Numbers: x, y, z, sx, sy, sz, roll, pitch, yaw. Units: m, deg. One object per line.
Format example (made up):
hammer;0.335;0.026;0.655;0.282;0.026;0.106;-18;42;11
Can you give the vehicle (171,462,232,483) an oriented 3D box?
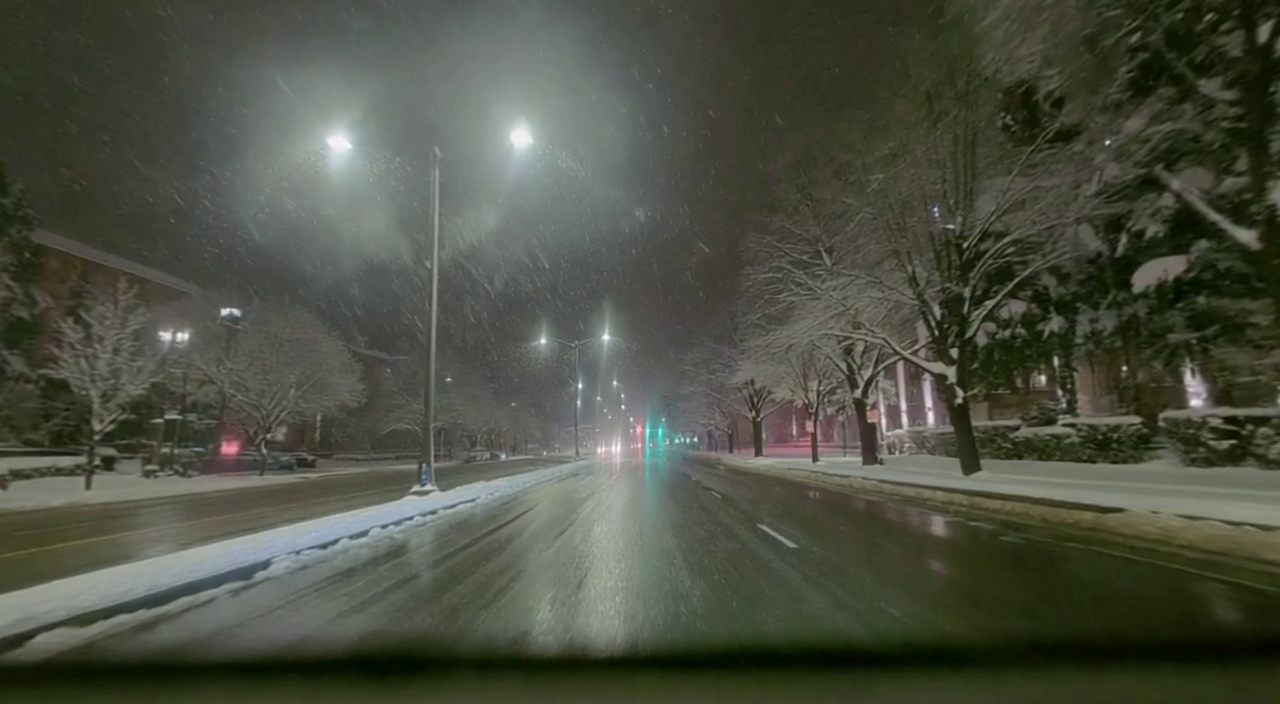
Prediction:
vehicle;-34.435;9.452;49.760;1.569;1.422;4.542;1;-8;0
